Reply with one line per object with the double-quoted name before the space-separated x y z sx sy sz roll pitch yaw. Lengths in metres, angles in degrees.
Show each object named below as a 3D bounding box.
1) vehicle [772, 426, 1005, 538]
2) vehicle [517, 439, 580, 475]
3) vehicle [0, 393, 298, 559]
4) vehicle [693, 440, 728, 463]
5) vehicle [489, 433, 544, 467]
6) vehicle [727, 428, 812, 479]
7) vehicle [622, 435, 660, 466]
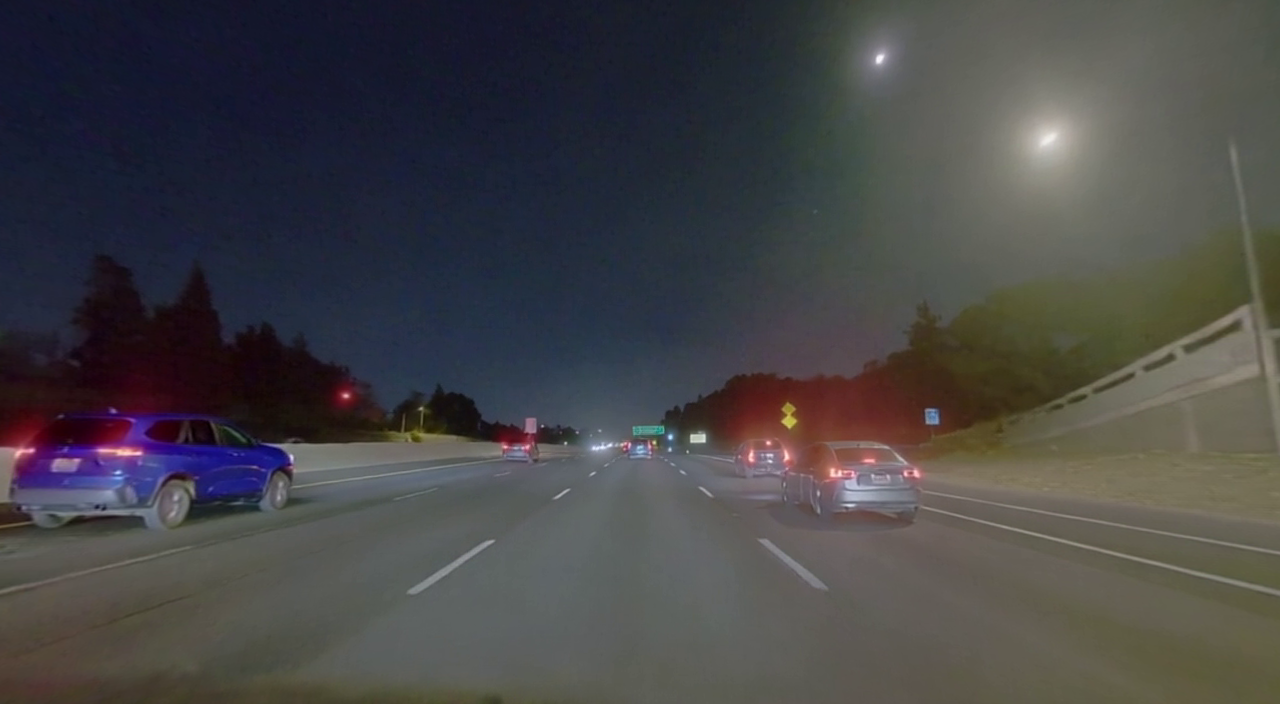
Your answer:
"vehicle" 3.841 2.109 10.841 2.141 1.507 4.510 0 -9 0
"vehicle" -3.944 4.613 27.876 2.071 1.478 4.130 0 -9 1
"vehicle" -7.484 1.740 9.414 2.142 1.849 4.566 0 -9 0
"vehicle" 4.847 6.917 43.818 1.944 1.465 4.245 0 -9 0
"vehicle" -6.887 5.522 35.563 2.111 1.811 4.391 0 -9 1
"vehicle" 4.876 3.908 24.372 2.335 1.759 4.297 0 -9 0
"vehicle" 0.037 5.872 37.638 2.158 1.706 4.219 0 -9 -1
